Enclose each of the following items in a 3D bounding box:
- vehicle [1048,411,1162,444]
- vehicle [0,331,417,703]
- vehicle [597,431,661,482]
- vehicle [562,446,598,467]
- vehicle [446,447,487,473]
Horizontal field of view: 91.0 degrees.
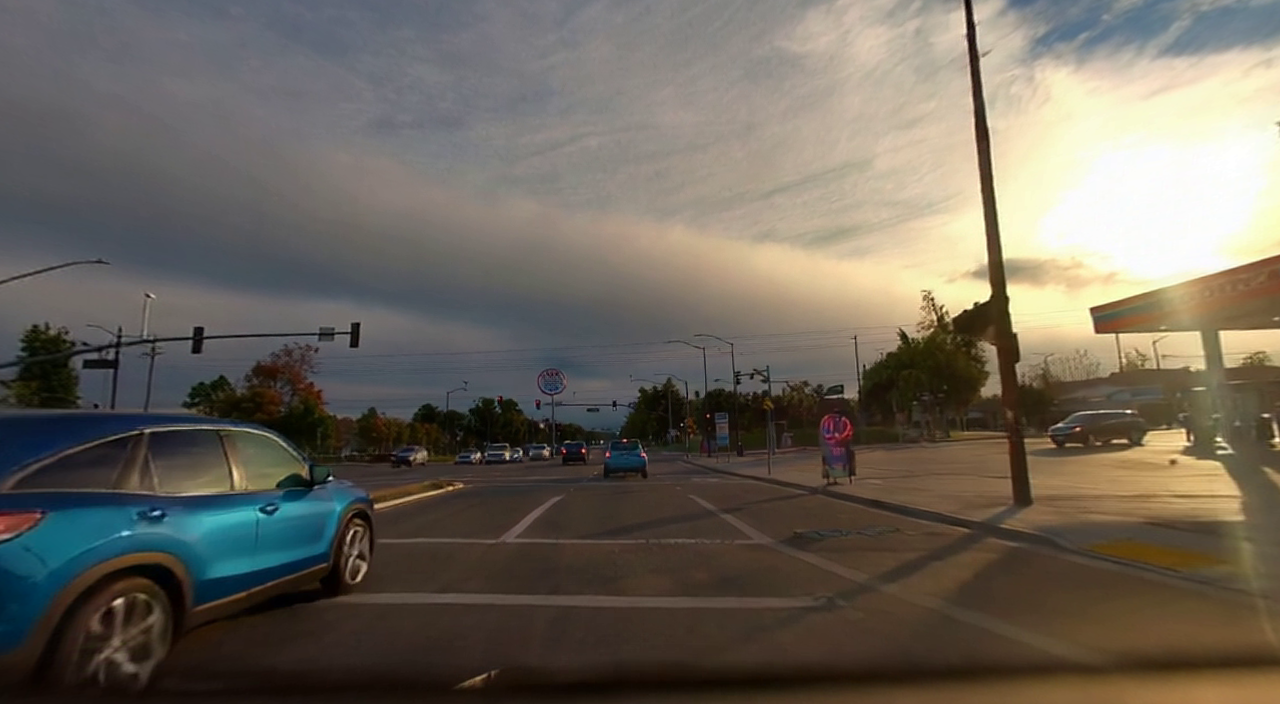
[{"bbox_3d":[27.568,4.511,37.435,5.102,1.893,2.120,0,-8,-2],"label":"vehicle"},{"bbox_3d":[-3.392,1.090,4.062,2.247,1.734,4.919,0,-8,-2],"label":"vehicle"},{"bbox_3d":[-0.530,4.586,28.009,2.552,1.999,5.498,0,-8,-2],"label":"vehicle"},{"bbox_3d":[-4.331,7.603,46.119,2.192,1.458,4.594,0,-8,0],"label":"vehicle"},{"bbox_3d":[-12.127,7.540,44.172,1.943,1.643,4.167,-2,-8,-3],"label":"vehicle"}]
